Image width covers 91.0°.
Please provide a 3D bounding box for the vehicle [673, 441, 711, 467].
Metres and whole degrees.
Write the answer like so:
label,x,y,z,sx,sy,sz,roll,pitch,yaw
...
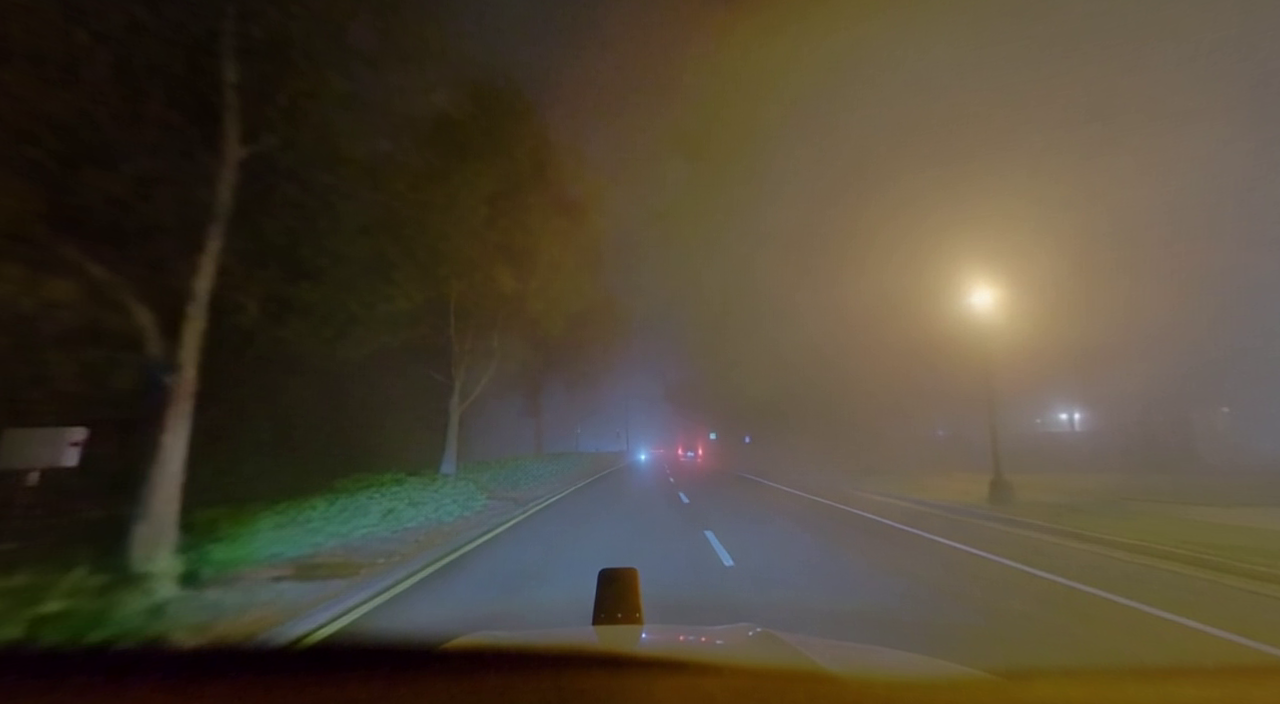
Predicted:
label,x,y,z,sx,sy,sz,roll,pitch,yaw
vehicle,3.212,6.484,40.037,2.044,1.537,4.528,0,-8,0
